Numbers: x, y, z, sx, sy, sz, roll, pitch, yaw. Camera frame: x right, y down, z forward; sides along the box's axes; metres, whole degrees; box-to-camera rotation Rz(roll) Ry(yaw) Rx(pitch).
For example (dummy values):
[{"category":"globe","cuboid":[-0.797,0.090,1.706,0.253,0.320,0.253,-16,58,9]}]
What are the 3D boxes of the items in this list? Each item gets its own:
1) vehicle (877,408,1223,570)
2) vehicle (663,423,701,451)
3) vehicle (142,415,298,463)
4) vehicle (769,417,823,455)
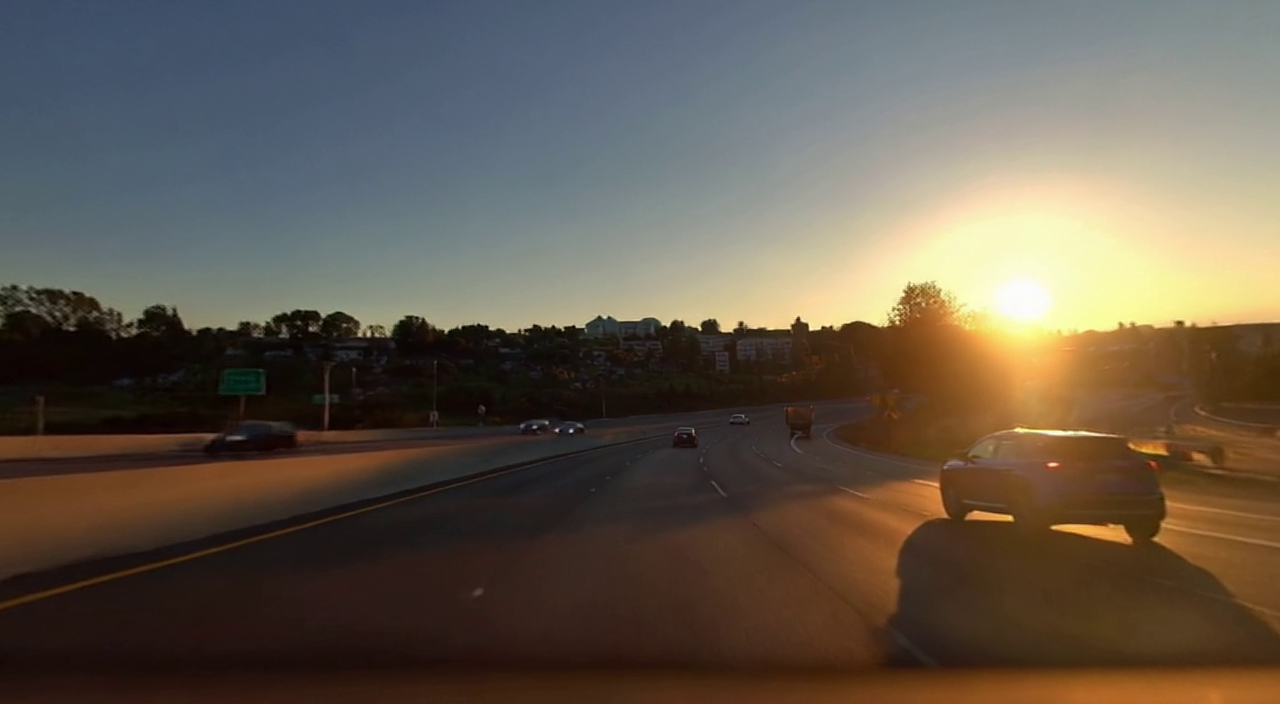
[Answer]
[{"category":"vehicle","cuboid":[5.080,1.739,8.799,2.097,1.659,4.320,0,-8,4]},{"category":"vehicle","cuboid":[2.879,5.790,42.661,2.181,1.768,4.383,-1,-9,9]},{"category":"vehicle","cuboid":[-14.640,3.105,22.458,1.967,1.496,4.871,0,-8,4]},{"category":"vehicle","cuboid":[9.725,5.372,40.028,2.526,2.230,6.190,-1,-8,7]}]
